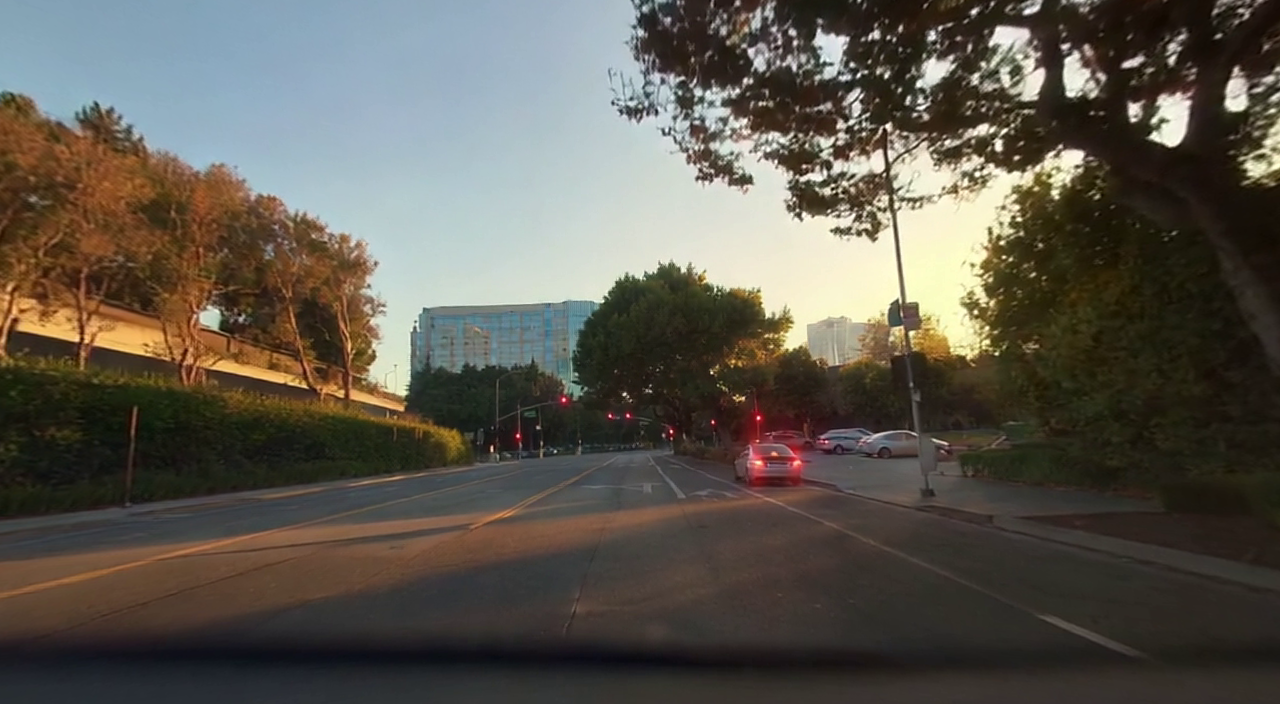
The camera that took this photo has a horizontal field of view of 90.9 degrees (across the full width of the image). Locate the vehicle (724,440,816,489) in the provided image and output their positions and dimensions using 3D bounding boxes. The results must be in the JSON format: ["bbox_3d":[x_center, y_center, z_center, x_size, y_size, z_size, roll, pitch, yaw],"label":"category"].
[{"bbox_3d":[4.180,3.721,21.155,2.006,1.448,4.671,0,-9,-1],"label":"vehicle"}]

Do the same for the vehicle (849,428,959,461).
[{"bbox_3d":[12.130,4.282,29.127,4.227,1.451,1.874,0,-8,1],"label":"vehicle"}]
